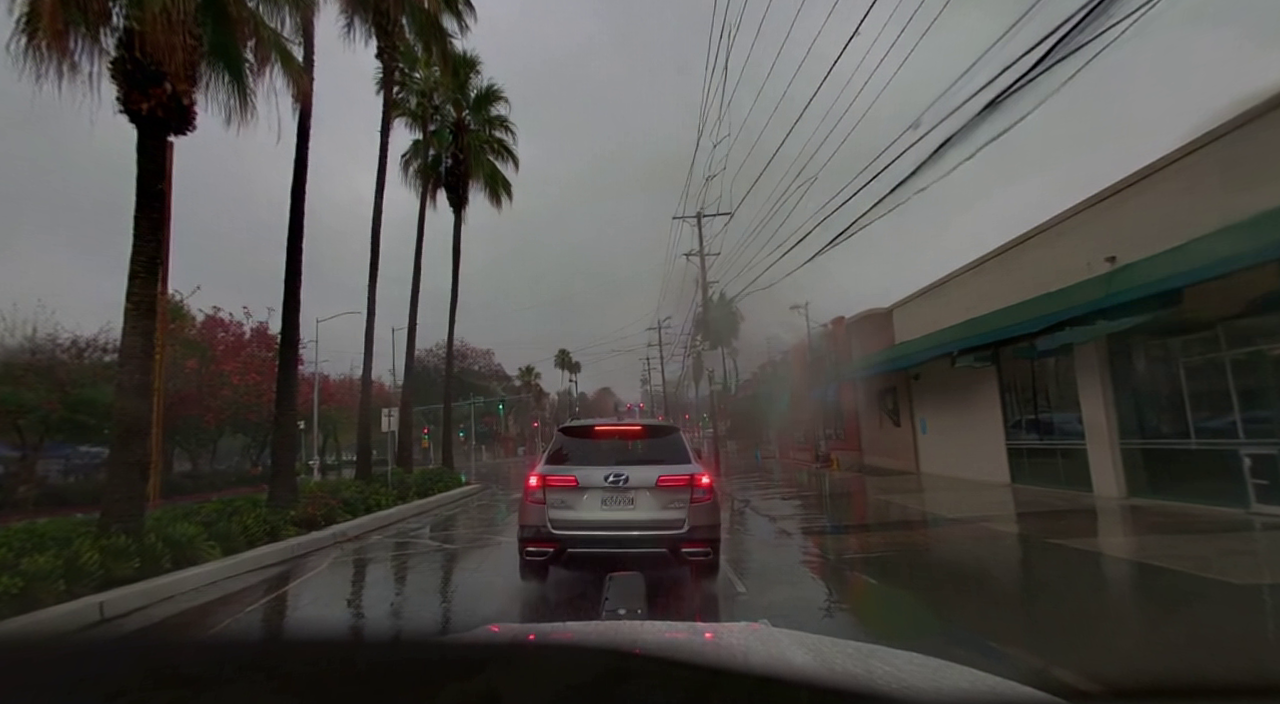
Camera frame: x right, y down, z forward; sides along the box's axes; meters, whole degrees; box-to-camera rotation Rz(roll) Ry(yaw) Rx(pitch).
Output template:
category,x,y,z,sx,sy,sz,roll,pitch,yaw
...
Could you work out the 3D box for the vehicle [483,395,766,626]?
category,x,y,z,sx,sy,sz,roll,pitch,yaw
vehicle,-0.198,1.452,6.680,2.105,1.702,3.750,0,-8,-3
